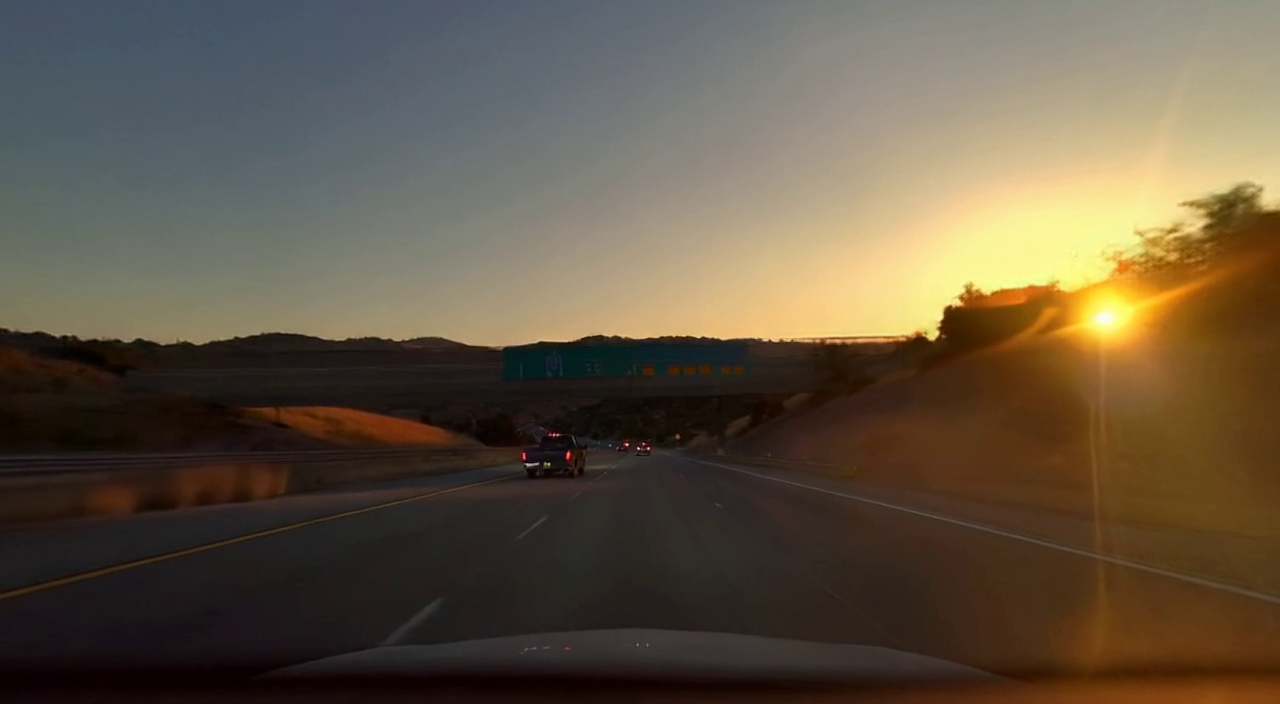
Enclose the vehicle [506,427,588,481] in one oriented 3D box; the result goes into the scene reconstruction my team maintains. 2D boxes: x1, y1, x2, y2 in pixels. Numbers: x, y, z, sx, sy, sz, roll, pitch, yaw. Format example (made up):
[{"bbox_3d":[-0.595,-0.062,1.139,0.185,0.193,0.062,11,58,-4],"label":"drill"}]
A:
[{"bbox_3d":[-3.560,4.047,25.288,2.379,1.918,5.504,0,-8,1],"label":"vehicle"}]
